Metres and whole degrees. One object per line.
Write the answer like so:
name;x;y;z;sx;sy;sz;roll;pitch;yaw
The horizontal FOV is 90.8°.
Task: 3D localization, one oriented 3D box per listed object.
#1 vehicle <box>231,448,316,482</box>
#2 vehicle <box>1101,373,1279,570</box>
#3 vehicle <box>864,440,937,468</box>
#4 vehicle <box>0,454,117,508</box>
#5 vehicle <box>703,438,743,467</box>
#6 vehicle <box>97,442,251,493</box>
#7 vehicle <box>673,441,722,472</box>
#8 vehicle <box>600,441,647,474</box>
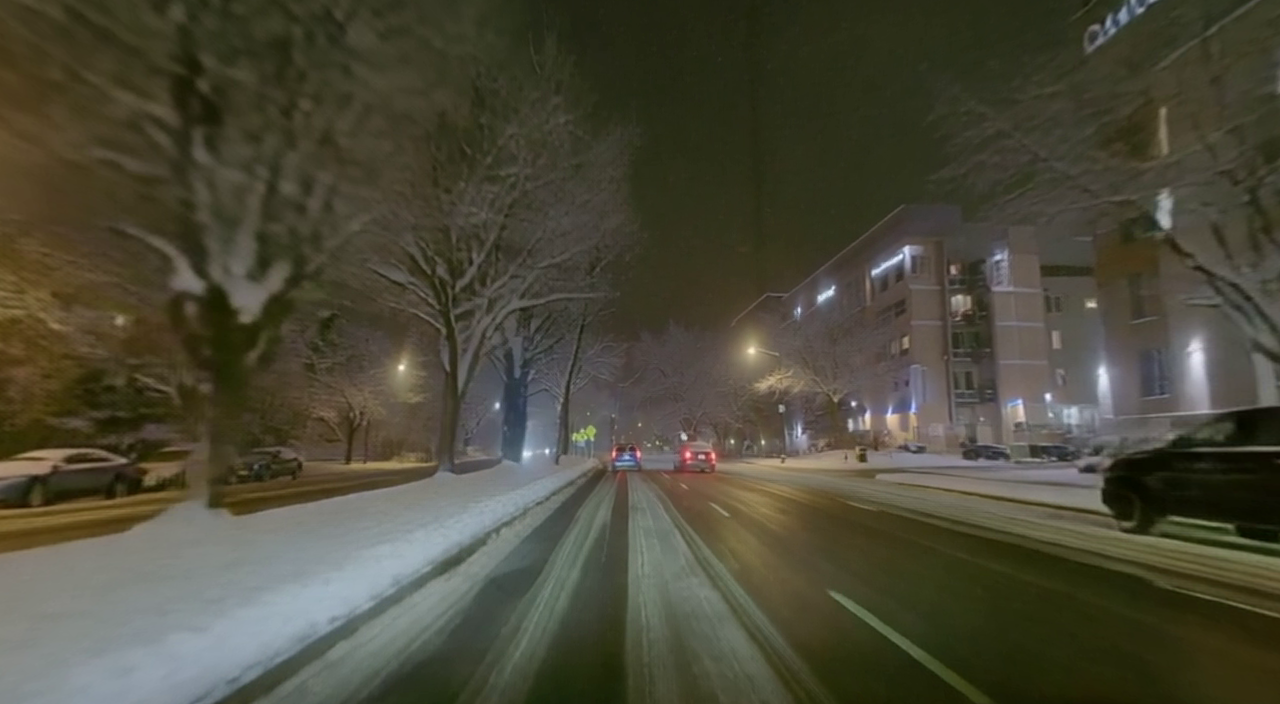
vehicle;-19.709;6.057;34.250;2.019;1.687;4.484;0;-8;-2
vehicle;10.232;1.537;8.048;3.082;2.655;7.381;0;-8;0
vehicle;19.862;7.781;48.464;2.150;1.966;5.027;3;-9;-23
vehicle;-19.506;4.025;19.992;1.874;1.483;4.742;0;-8;0
vehicle;6.054;7.362;46.627;2.052;1.990;4.736;0;-8;-2
vehicle;-19.464;4.797;26.860;2.241;1.891;5.637;0;-8;0
vehicle;2.980;5.525;33.602;1.993;1.477;4.240;0;-8;-3
vehicle;-0.796;5.001;30.187;2.101;1.444;4.248;0;-8;-2
